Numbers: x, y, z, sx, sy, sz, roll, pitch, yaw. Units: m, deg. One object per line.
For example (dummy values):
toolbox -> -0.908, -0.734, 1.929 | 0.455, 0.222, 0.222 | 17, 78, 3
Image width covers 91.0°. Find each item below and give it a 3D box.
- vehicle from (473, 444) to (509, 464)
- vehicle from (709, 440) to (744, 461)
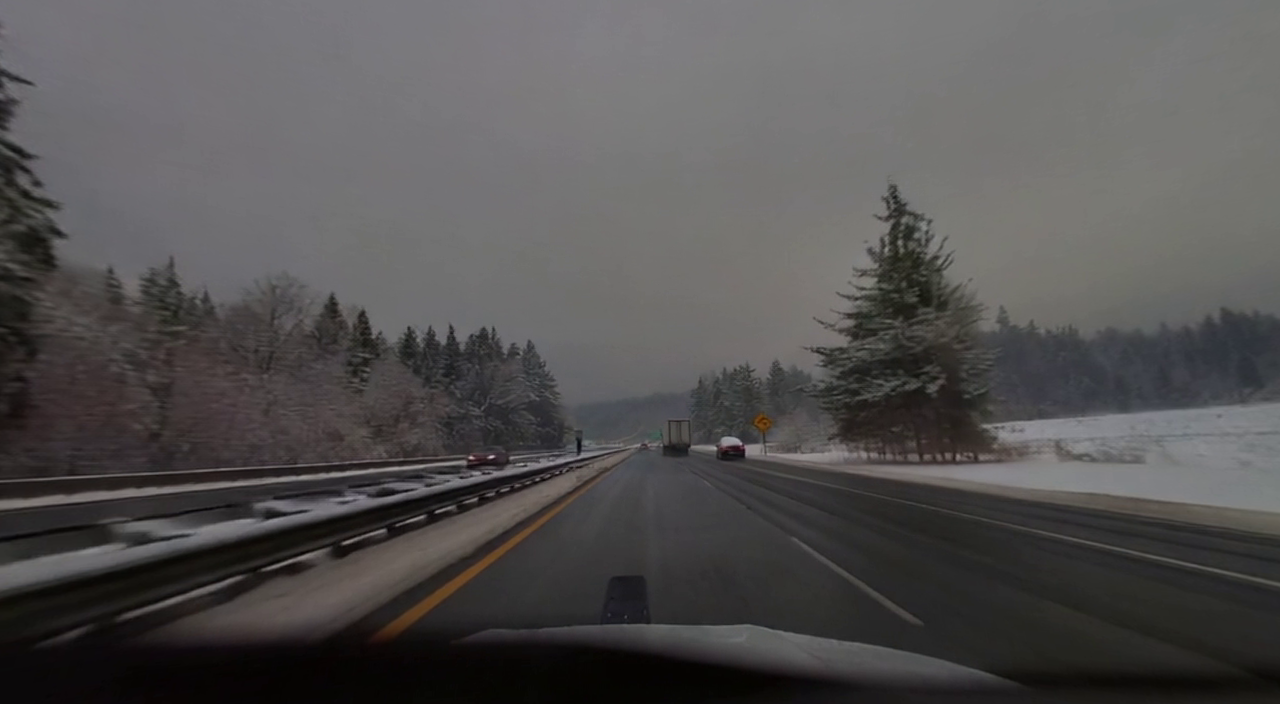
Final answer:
vehicle -> -11.321, 7.745, 48.043 | 1.781, 1.462, 3.694 | 0, -8, 1
vehicle -> 6.283, 7.203, 46.107 | 2.007, 1.470, 4.040 | 0, -8, 1
